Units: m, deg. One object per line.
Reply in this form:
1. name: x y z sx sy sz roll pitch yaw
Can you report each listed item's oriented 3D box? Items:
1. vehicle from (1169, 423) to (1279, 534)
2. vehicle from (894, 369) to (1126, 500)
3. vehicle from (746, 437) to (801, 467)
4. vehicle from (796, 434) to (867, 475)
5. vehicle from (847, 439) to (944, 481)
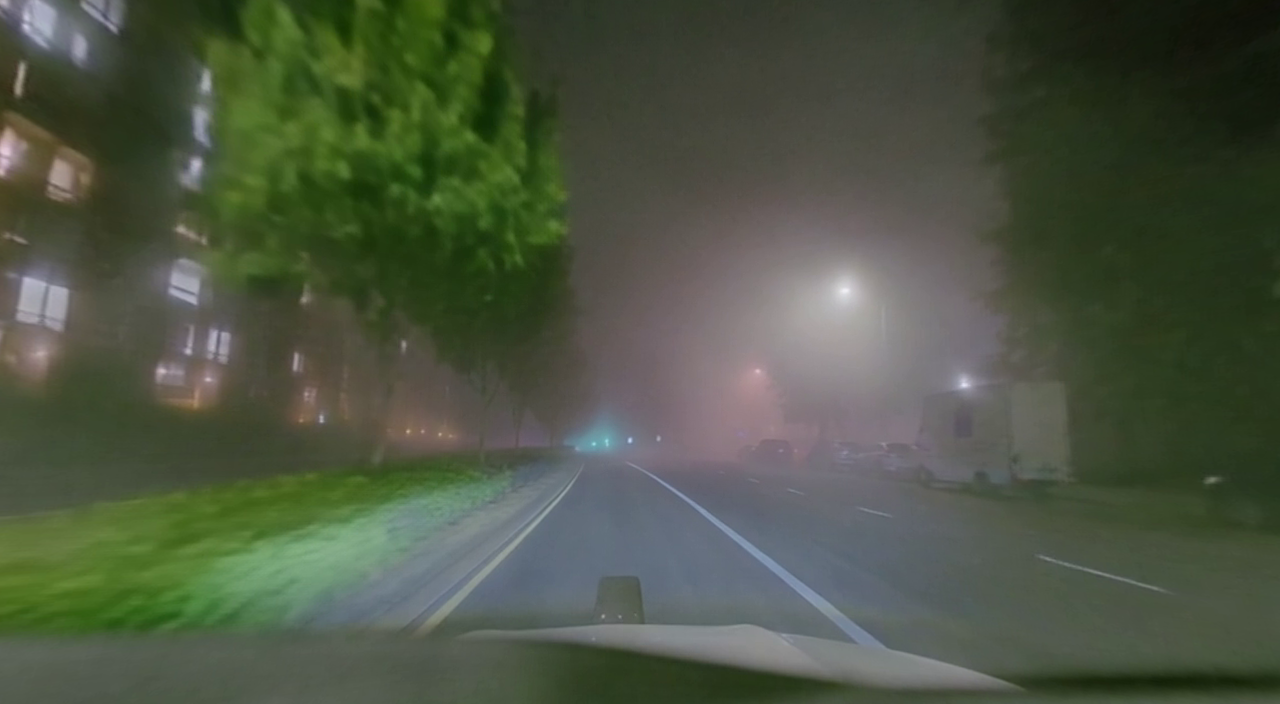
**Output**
1. vehicle: 10.975 1.835 8.940 2.050 1.699 5.584 0 -8 -1
2. vehicle: 10.585 2.524 19.104 2.853 3.253 6.441 0 -8 -2
3. vehicle: 8.813 6.658 42.200 2.211 1.831 5.275 1 -9 -4
4. vehicle: 9.912 5.316 33.024 1.916 1.889 4.675 4 -9 -5
5. vehicle: 10.271 4.367 25.814 1.885 1.545 4.377 1 -9 -4
